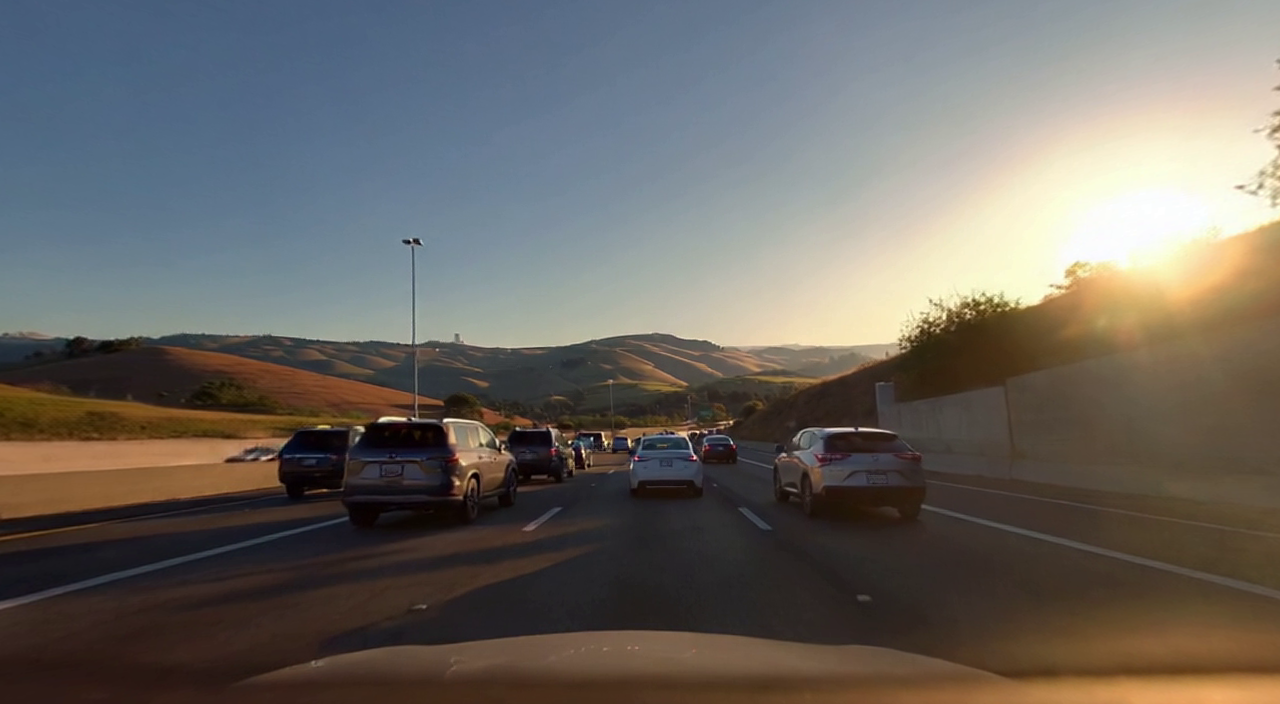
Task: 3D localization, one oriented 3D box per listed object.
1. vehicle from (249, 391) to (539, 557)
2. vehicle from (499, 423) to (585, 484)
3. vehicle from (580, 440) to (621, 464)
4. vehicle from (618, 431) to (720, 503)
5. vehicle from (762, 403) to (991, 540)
[{"bbox_3d":[-3.293,1.797,10.056,2.301,1.902,5.374,0,-8,2],"label":"vehicle"},{"bbox_3d":[-3.148,3.391,21.329,1.997,1.806,5.002,0,-8,1],"label":"vehicle"},{"bbox_3d":[-2.337,6.021,38.249,1.973,1.378,3.677,-1,-8,4],"label":"vehicle"},{"bbox_3d":[0.638,2.703,15.269,2.105,1.471,4.349,0,-8,1],"label":"vehicle"},{"bbox_3d":[3.493,1.868,10.466,2.046,1.765,4.534,0,-8,0],"label":"vehicle"}]
